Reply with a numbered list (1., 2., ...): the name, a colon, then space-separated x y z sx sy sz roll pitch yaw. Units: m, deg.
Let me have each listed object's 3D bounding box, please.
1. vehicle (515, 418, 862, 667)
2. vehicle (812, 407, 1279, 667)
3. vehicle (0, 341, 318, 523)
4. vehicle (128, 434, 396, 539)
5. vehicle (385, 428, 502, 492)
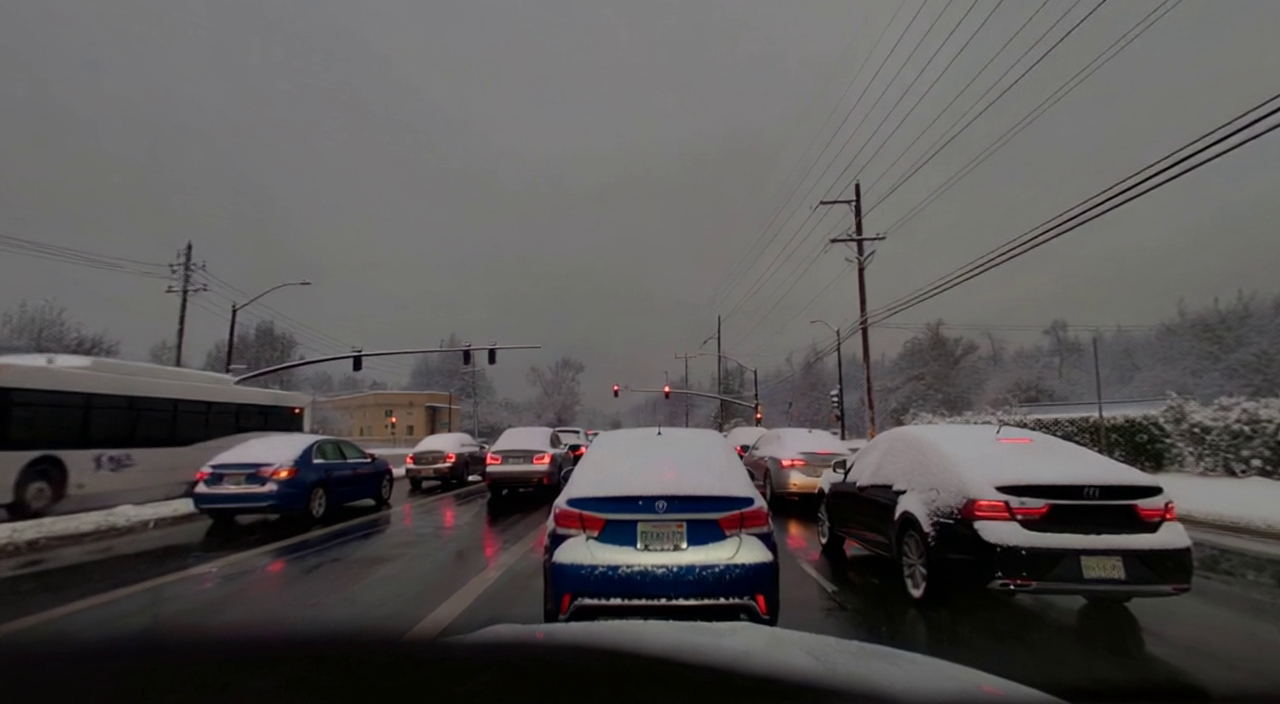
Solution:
1. vehicle: 0.283 1.451 5.897 2.109 1.483 3.964 0 -8 0
2. vehicle: 3.142 1.401 5.885 1.870 1.523 4.096 0 -8 0
3. vehicle: -13.680 2.283 17.195 3.005 3.443 12.583 -1 -8 1
4. vehicle: -6.399 2.290 11.514 1.955 1.497 4.639 -1 -8 1
5. vehicle: -6.259 3.496 20.900 2.070 1.824 5.196 -1 -8 2
